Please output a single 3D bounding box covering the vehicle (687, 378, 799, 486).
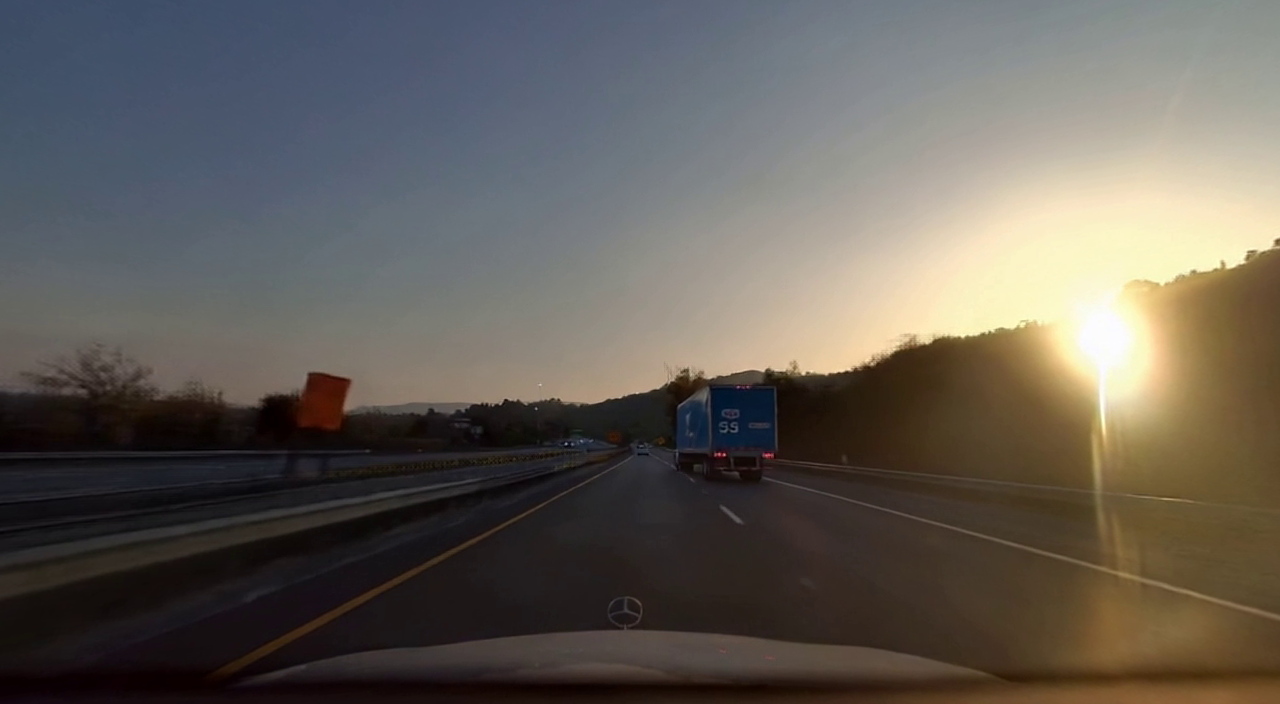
[{"bbox_3d":[3.939,3.535,26.995,3.107,3.718,10.231,0,-9,0],"label":"vehicle"}]
